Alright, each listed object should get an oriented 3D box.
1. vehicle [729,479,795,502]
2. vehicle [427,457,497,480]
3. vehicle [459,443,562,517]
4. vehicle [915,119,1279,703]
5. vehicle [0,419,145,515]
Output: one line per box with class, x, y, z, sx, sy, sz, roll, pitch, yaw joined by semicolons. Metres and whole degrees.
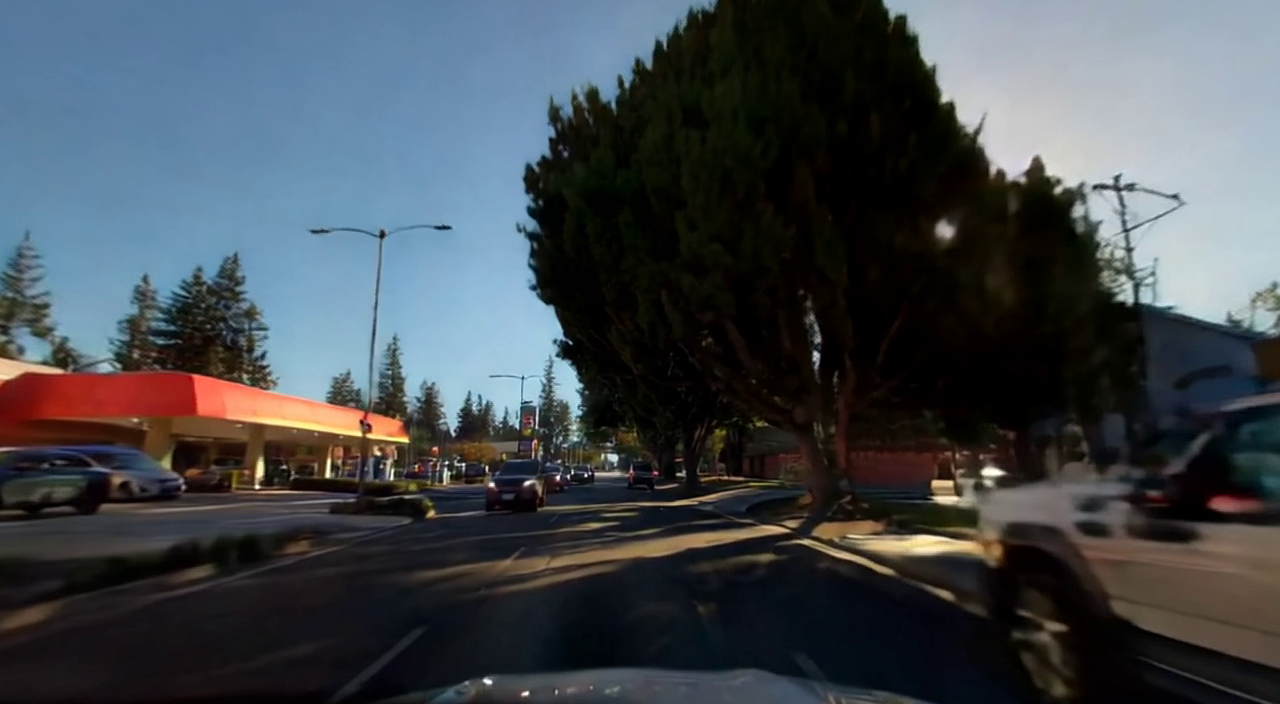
vehicle;8.538;9.769;44.382;4.169;1.474;1.850;2;-11;-6
vehicle;-13.390;8.826;47.555;2.006;1.641;4.575;-10;-15;43
vehicle;-3.713;3.820;19.023;2.165;1.889;4.825;1;-10;-1
vehicle;3.228;0.360;0.860;2.472;2.484;6.609;1;-10;-2
vehicle;-13.854;2.546;14.255;2.062;1.889;4.115;1;-9;-4
